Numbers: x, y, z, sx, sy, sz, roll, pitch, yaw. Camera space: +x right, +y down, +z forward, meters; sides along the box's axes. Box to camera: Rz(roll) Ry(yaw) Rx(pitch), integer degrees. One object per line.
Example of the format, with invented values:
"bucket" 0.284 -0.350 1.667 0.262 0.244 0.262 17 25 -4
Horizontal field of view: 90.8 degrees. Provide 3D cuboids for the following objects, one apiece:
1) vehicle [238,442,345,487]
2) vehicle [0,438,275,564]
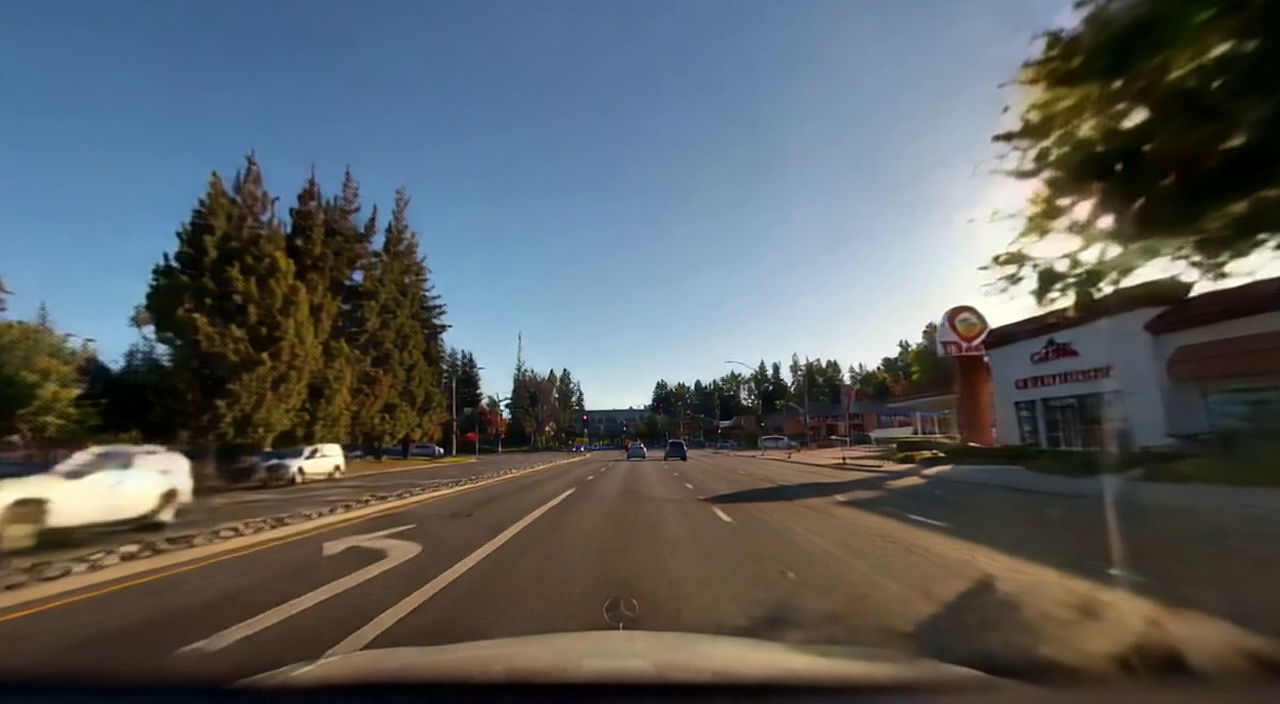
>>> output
"vehicle" -14.766 4.763 27.118 1.967 1.756 4.471 0 -8 0
"vehicle" -8.256 2.177 10.170 1.958 1.534 4.598 0 -8 0
